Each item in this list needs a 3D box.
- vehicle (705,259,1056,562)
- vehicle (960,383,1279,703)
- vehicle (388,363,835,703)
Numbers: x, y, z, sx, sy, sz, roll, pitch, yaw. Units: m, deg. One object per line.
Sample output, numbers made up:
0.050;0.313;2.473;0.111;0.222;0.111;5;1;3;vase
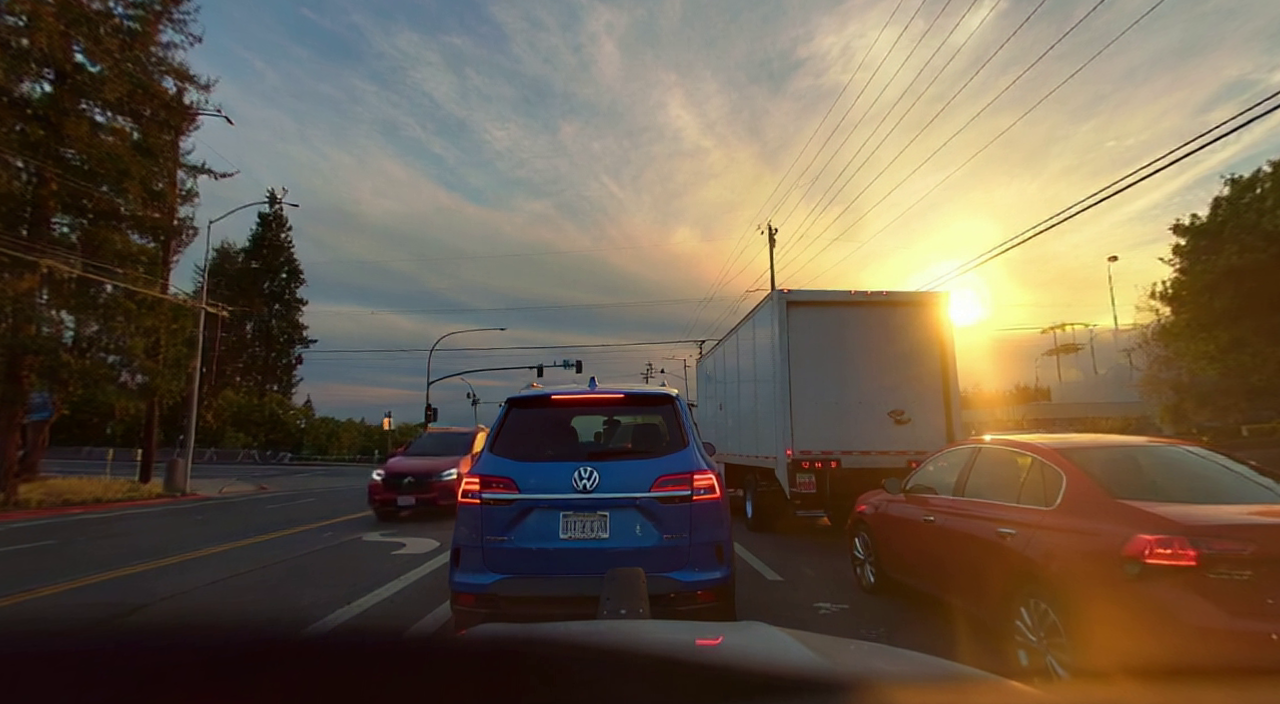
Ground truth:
3.230;1.264;11.809;2.915;3.559;8.848;0;-8;-1;vehicle
2.830;0.745;1.191;1.971;1.484;4.728;0;-8;0;vehicle
-0.136;1.228;5.183;2.114;1.732;4.230;0;-8;0;vehicle
